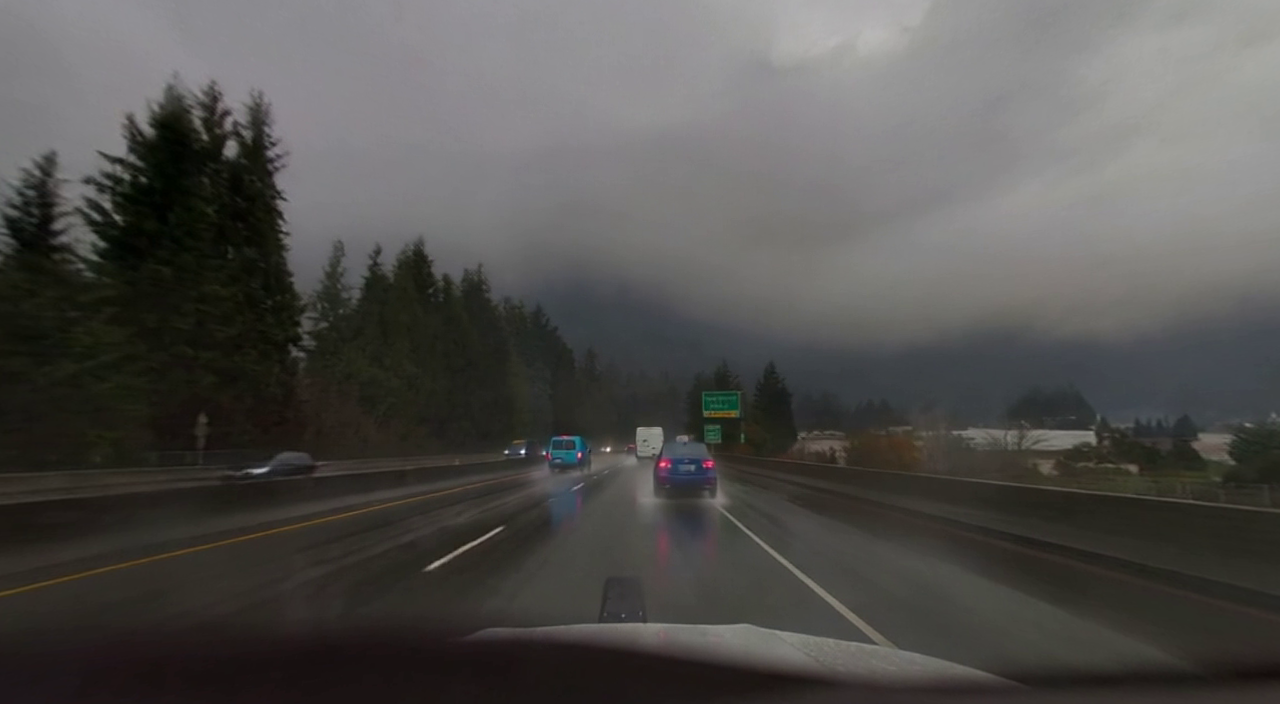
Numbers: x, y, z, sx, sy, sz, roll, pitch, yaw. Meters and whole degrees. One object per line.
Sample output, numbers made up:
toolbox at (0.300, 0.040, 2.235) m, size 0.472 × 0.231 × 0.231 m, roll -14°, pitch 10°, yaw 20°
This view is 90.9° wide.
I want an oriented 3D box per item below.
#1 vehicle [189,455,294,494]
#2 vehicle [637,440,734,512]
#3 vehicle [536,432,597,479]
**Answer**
vehicle at (-16.028, 4.912, 25.602) m, size 1.756 × 1.428 × 3.699 m, roll 0°, pitch -9°, yaw 1°
vehicle at (0.939, 2.877, 15.029) m, size 2.012 × 1.485 × 3.649 m, roll 0°, pitch -9°, yaw 0°
vehicle at (-3.432, 5.006, 30.629) m, size 2.217 × 2.033 × 4.975 m, roll 0°, pitch -9°, yaw 2°
